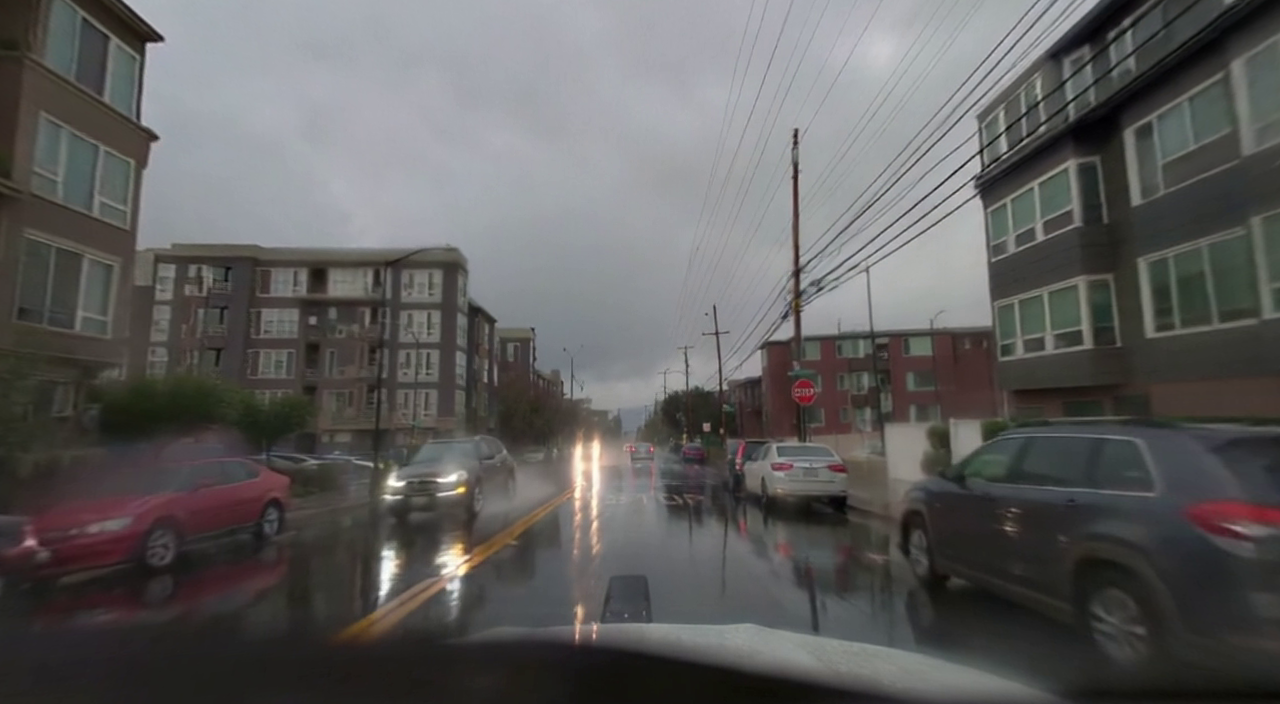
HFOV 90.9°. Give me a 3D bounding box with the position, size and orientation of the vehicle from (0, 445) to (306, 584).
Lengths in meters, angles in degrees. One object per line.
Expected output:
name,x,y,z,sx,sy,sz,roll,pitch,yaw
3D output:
vehicle,-7.583,2.387,10.207,1.928,1.721,4.429,0,-9,-1

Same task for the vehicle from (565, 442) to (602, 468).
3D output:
vehicle,-4.132,7.610,46.732,2.201,1.801,4.750,-1,-9,2

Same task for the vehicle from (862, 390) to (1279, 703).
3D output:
vehicle,3.702,1.330,5.018,2.040,1.637,4.734,0,-9,-1

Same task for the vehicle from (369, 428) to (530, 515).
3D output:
vehicle,-4.349,2.836,15.420,2.452,1.778,4.634,0,-9,0

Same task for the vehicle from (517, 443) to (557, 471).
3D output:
vehicle,-7.516,7.682,46.282,2.140,1.874,4.475,0,-9,0

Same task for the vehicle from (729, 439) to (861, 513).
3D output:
vehicle,3.537,2.910,15.351,1.888,1.495,4.567,0,-9,-2

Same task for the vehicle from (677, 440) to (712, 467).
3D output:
vehicle,3.874,7.359,45.767,2.164,1.721,4.416,-4,-9,1
